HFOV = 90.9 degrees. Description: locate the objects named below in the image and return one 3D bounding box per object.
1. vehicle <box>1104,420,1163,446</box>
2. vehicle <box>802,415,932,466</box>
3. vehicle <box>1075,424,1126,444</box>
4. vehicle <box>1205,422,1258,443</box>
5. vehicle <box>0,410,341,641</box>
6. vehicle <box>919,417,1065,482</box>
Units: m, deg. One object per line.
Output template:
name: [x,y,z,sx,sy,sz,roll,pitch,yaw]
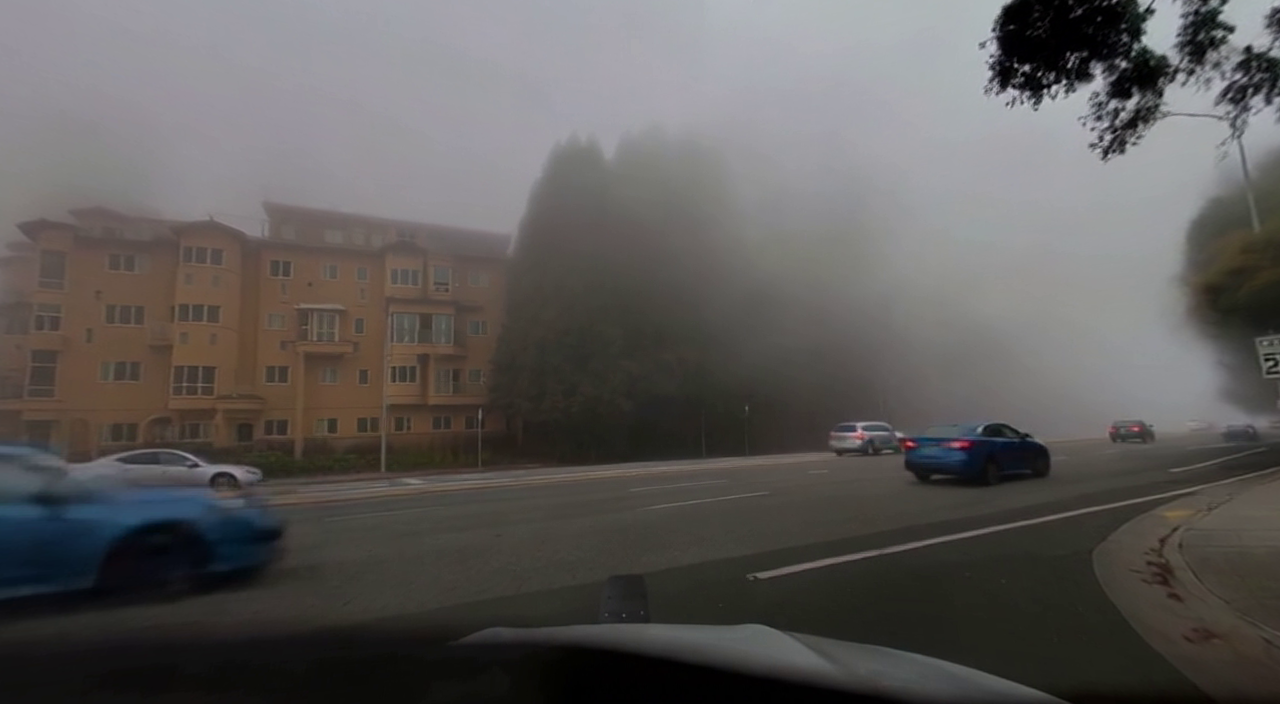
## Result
vehicle: [33.486,5.543,42.705,4.683,1.678,1.981,7,-11,-38]
vehicle: [9.670,3.754,26.646,5.994,1.898,2.264,7,-11,-38]
vehicle: [35.560,6.353,48.600,4.691,1.478,1.908,7,-11,-39]
vehicle: [41.739,5.702,44.446,4.521,1.433,1.943,7,-11,-39]
vehicle: [-5.472,1.375,5.385,4.783,1.652,2.199,7,-11,-40]
vehicle: [10.156,2.782,18.068,4.438,1.625,2.033,7,-11,-39]
